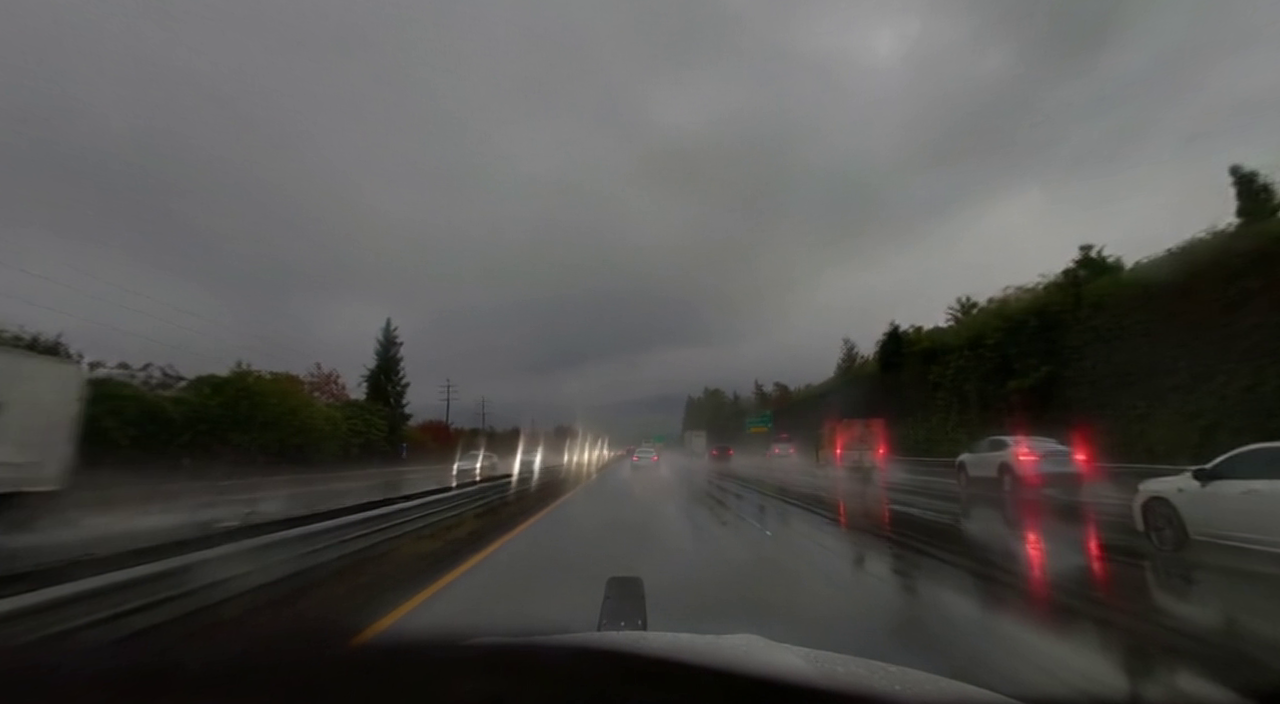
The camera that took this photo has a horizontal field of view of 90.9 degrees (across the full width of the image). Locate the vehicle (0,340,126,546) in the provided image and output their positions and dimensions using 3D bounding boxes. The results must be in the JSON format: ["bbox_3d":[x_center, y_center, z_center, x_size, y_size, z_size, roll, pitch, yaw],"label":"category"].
[{"bbox_3d":[-15.190,1.280,9.152,3.413,4.286,14.339,0,-9,0],"label":"vehicle"}]

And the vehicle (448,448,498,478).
[{"bbox_3d":[-11.465,7.665,43.653,2.030,1.920,4.938,0,-9,1],"label":"vehicle"}]

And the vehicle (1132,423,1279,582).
[{"bbox_3d":[7.117,1.338,5.412,1.977,1.502,4.670,0,-9,0],"label":"vehicle"}]

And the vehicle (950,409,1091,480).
[{"bbox_3d":[14.596,3.627,24.683,2.115,2.446,5.323,0,-9,0],"label":"vehicle"}]

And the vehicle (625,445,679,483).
[{"bbox_3d":[0.487,4.844,27.525,2.177,1.520,4.278,0,-9,0],"label":"vehicle"}]

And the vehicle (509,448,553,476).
[{"bbox_3d":[-6.874,6.986,40.149,1.962,1.631,4.070,0,-9,1],"label":"vehicle"}]
